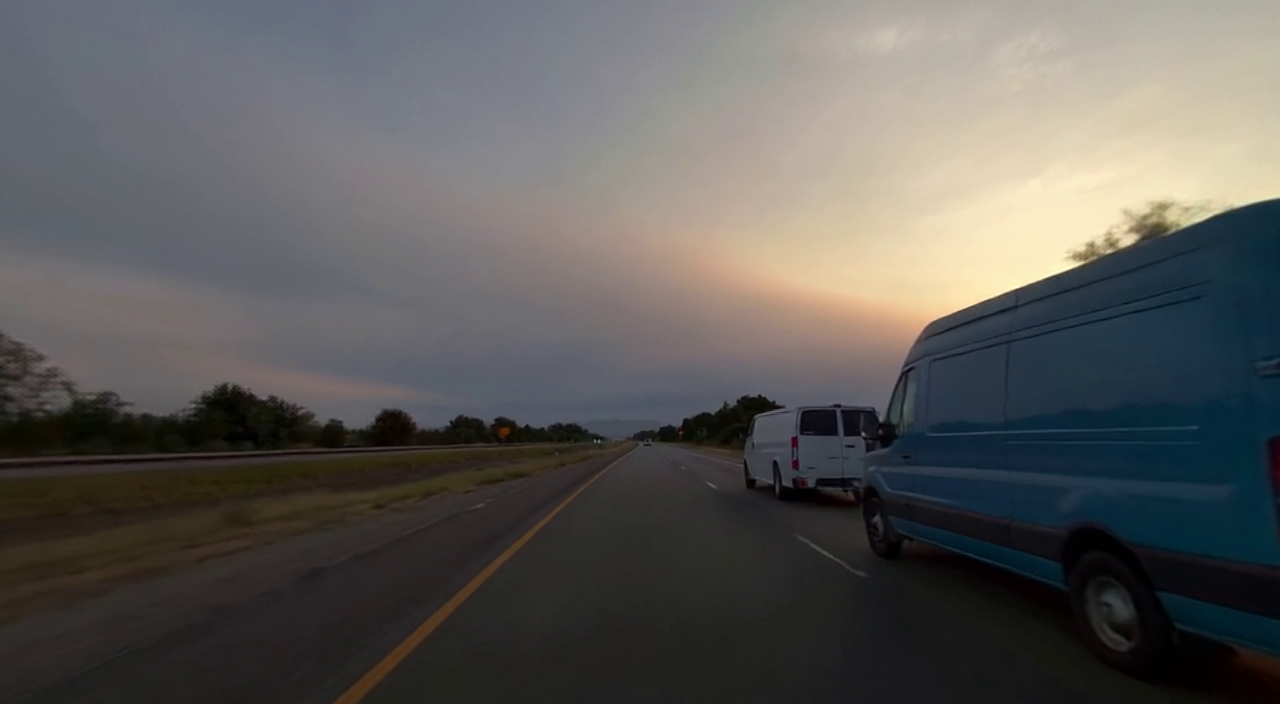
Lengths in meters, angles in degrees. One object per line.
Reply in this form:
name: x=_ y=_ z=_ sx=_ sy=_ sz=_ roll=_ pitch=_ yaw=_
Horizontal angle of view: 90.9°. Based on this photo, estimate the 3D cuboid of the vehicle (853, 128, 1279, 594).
vehicle: x=4.061 y=0.378 z=5.457 sx=2.444 sy=2.053 sz=5.616 roll=0 pitch=-7 yaw=0

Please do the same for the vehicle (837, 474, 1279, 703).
vehicle: x=3.980 y=1.649 z=5.398 sx=2.702 sy=0.824 sz=6.391 roll=0 pitch=-8 yaw=1
